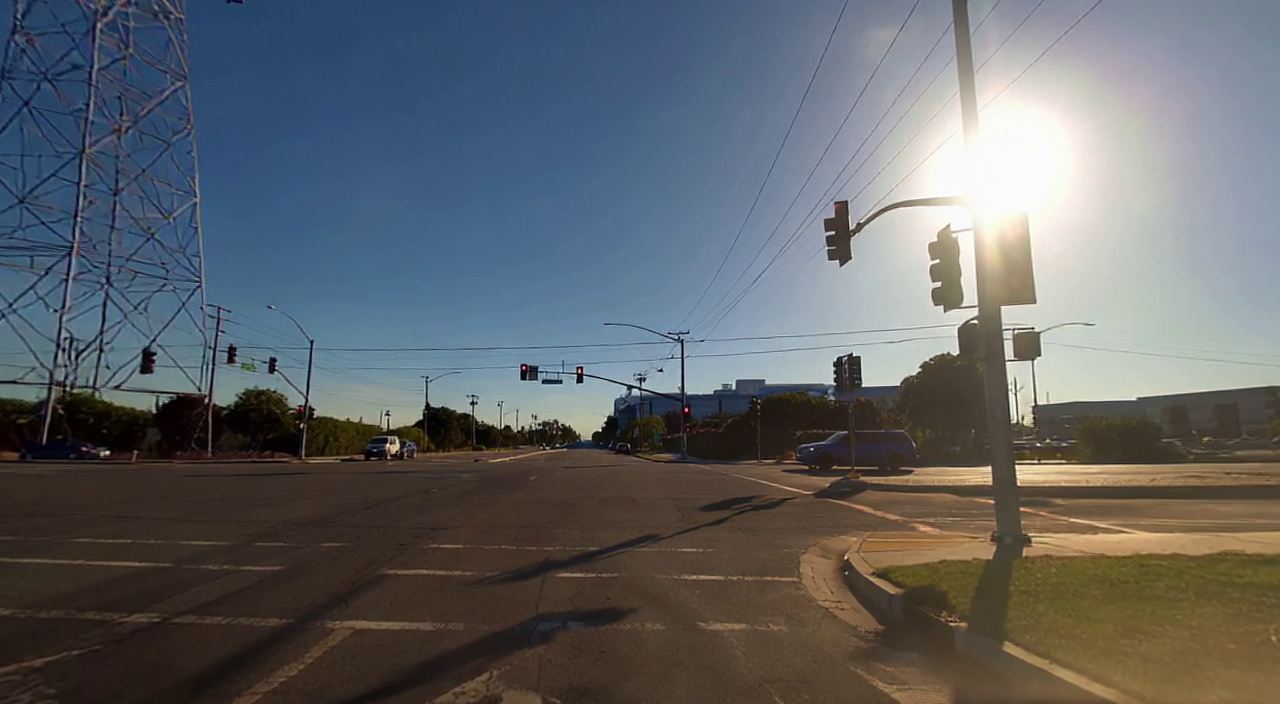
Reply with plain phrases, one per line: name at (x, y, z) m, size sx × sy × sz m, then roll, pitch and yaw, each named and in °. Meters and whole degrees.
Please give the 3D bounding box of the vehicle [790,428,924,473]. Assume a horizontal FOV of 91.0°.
vehicle at (8.699, 4.021, 25.727) m, size 4.884 × 1.714 × 2.021 m, roll -2°, pitch -9°, yaw 12°
